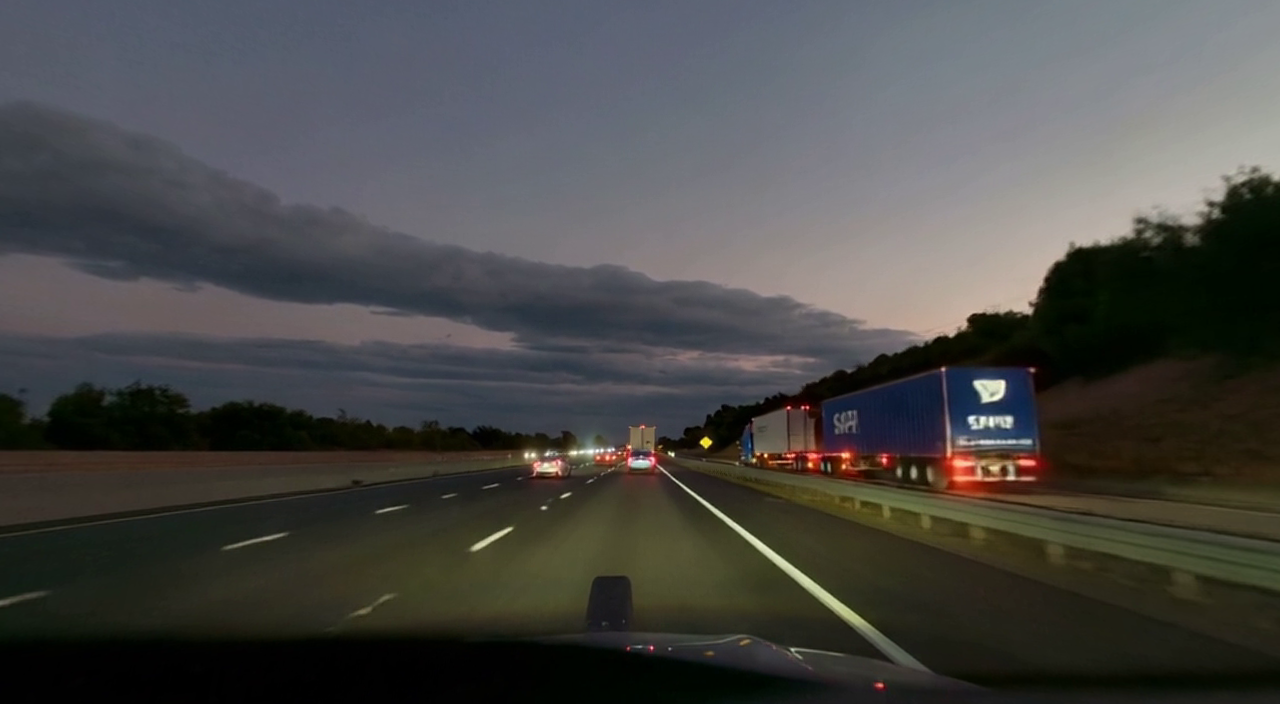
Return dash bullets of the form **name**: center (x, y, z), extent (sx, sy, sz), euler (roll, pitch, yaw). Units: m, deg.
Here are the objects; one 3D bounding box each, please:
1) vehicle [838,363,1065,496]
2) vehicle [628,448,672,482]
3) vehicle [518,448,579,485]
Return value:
- **vehicle**: center (11.802, 3.448, 26.458), extent (2.926, 4.094, 13.856), euler (0, -9, 2)
- **vehicle**: center (0.435, 5.336, 29.974), extent (1.991, 1.507, 3.391), euler (0, -9, -1)
- **vehicle**: center (-3.991, 5.061, 28.232), extent (2.018, 1.504, 4.431), euler (0, -9, 1)
